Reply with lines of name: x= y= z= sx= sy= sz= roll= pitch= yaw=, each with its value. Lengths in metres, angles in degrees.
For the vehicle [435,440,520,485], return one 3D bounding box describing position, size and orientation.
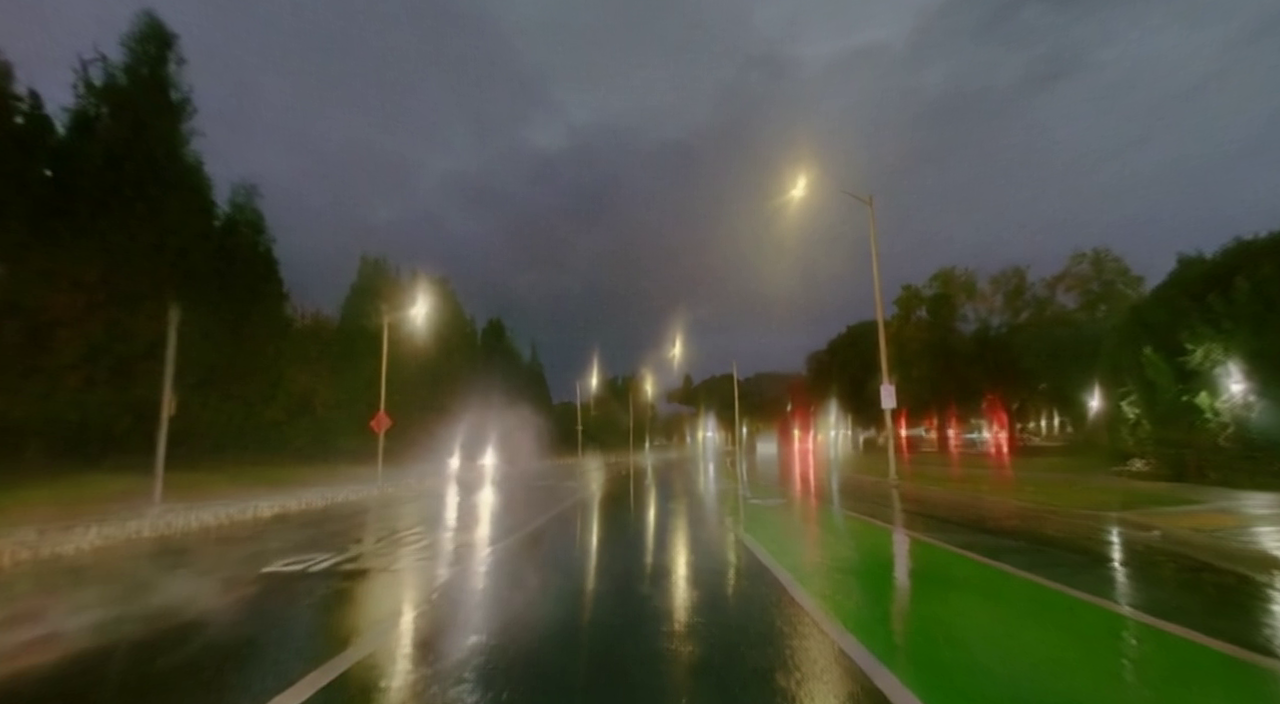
vehicle: x=-6.749 y=4.631 z=26.841 sx=2.065 sy=1.744 sz=4.566 roll=-1 pitch=-9 yaw=5
